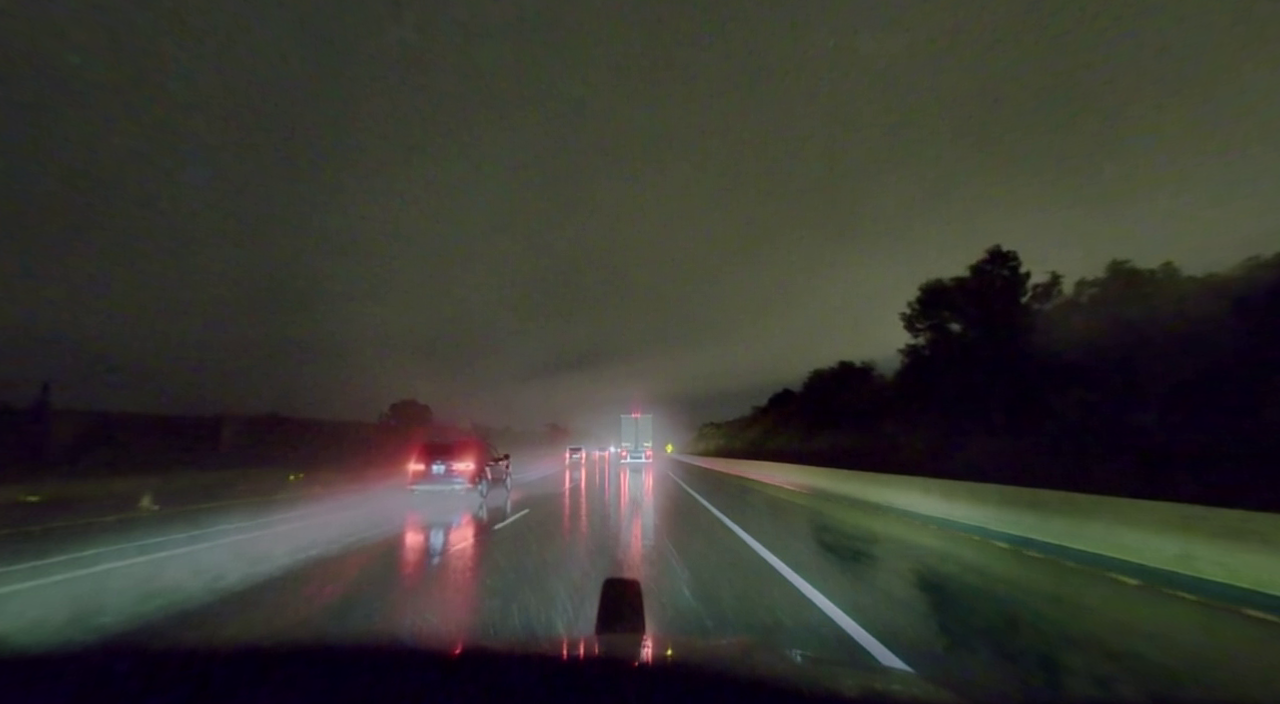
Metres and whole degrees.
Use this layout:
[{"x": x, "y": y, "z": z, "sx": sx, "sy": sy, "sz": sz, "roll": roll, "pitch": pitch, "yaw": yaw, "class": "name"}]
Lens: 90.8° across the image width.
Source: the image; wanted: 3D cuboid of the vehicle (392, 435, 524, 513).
[{"x": -4.259, "y": 2.918, "z": 15.555, "sx": 1.991, "sy": 1.618, "sz": 4.211, "roll": 0, "pitch": -9, "yaw": 0, "class": "vehicle"}]

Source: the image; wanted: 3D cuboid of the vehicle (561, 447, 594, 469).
[{"x": -4.501, "y": 7.722, "z": 46.074, "sx": 1.978, "sy": 1.507, "sz": 4.062, "roll": 0, "pitch": -9, "yaw": 0, "class": "vehicle"}]
